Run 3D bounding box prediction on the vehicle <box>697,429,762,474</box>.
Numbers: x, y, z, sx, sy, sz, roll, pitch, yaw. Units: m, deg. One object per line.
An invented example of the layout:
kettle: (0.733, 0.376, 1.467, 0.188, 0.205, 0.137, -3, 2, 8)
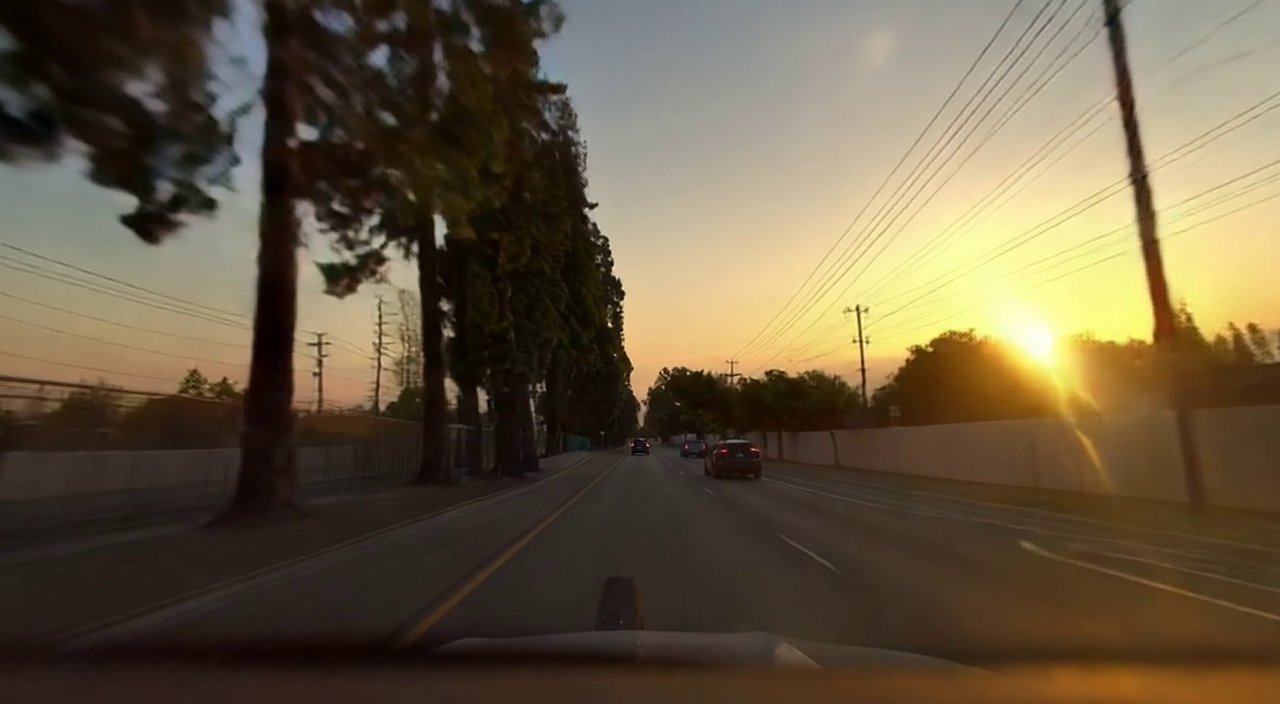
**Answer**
vehicle: (3.917, 4.474, 28.540, 2.112, 1.825, 4.574, 0, -8, -2)
